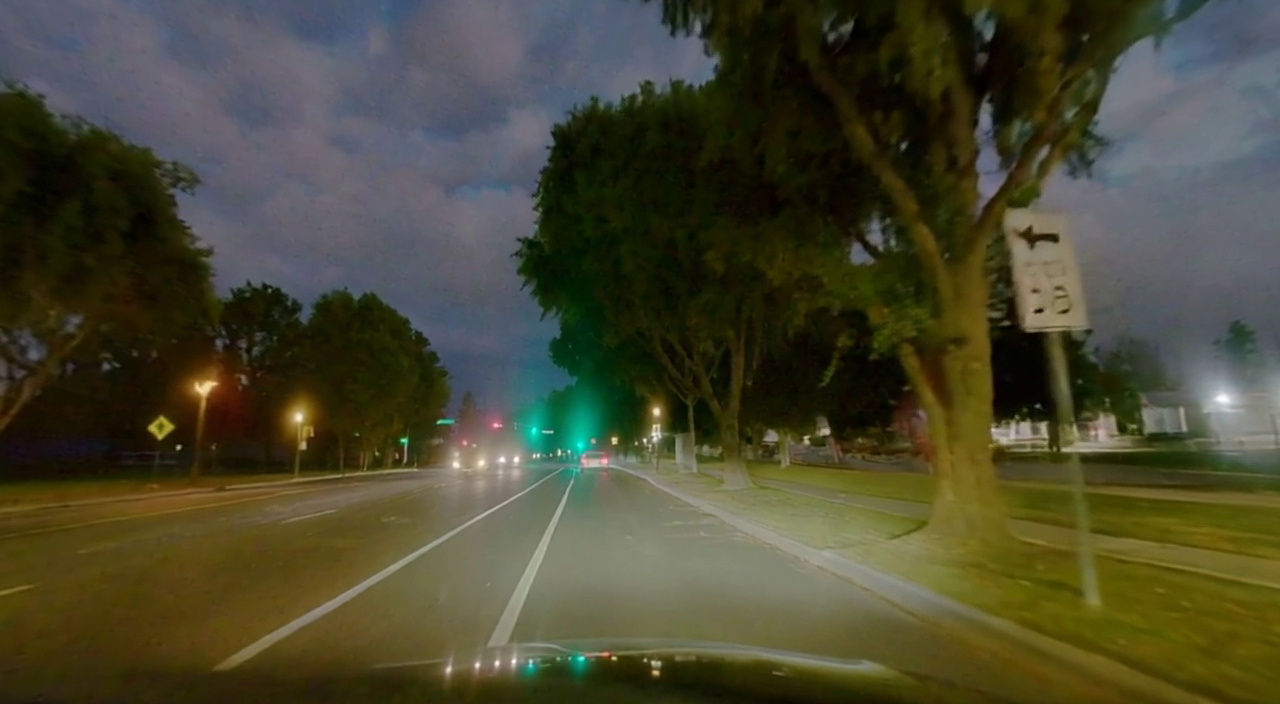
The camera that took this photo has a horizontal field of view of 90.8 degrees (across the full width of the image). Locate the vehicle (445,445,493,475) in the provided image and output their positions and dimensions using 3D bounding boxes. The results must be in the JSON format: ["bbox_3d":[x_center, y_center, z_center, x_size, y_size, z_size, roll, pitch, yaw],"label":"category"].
[{"bbox_3d":[-10.523,6.662,39.171,2.049,1.723,4.310,0,-8,-4],"label":"vehicle"}]

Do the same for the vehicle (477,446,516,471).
[{"bbox_3d":[-10.786,7.984,47.783,2.121,1.752,4.513,0,-8,-4],"label":"vehicle"}]

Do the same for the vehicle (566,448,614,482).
[{"bbox_3d":[-2.332,5.299,29.988,2.111,1.466,4.223,0,-8,-3],"label":"vehicle"}]
